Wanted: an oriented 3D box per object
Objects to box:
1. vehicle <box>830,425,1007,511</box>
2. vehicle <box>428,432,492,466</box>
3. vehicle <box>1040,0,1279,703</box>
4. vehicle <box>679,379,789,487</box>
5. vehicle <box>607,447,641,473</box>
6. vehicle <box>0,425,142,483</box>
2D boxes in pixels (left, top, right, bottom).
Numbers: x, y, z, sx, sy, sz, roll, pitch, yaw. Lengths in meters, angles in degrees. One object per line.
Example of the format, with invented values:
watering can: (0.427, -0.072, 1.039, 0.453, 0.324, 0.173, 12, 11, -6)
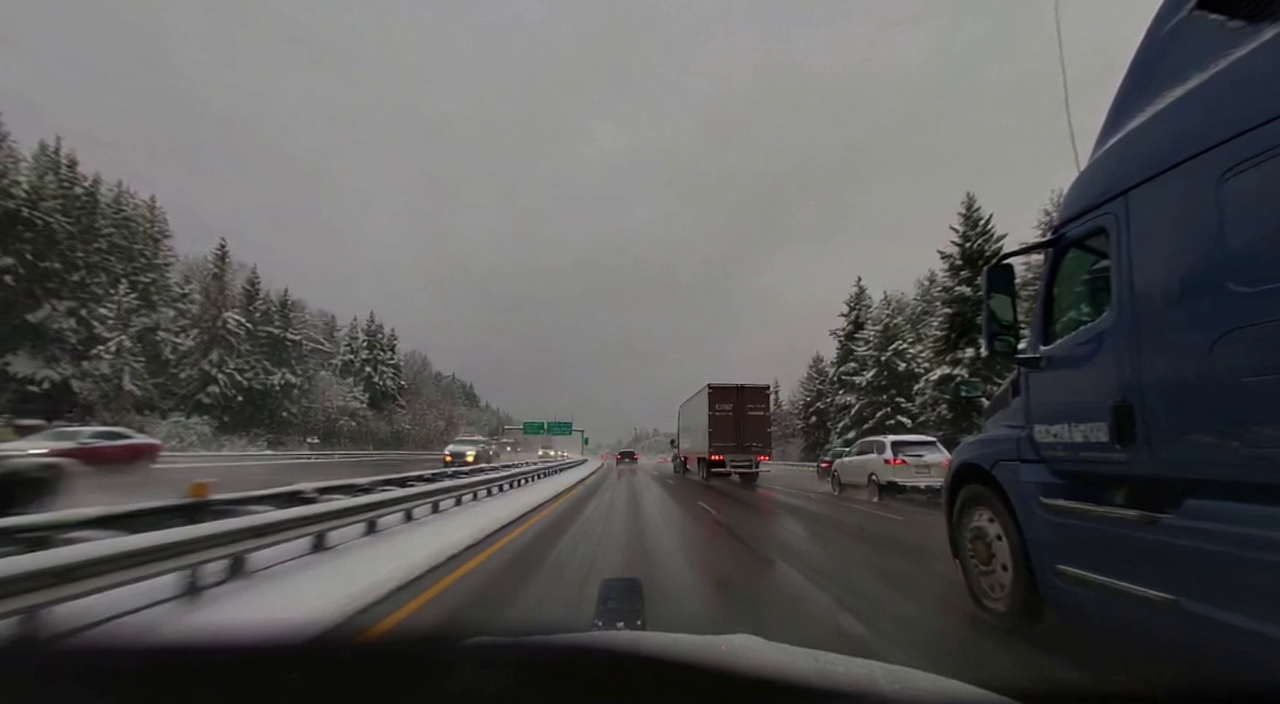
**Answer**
vehicle: (6.880, 2.943, 16.385, 2.128, 1.872, 5.043, 0, -9, -2)
vehicle: (-9.042, 4.938, 32.037, 2.011, 1.632, 4.371, 0, -9, -1)
vehicle: (3.808, -0.285, 0.301, 2.998, 3.843, 6.178, 0, -9, 0)
vehicle: (3.909, 4.068, 30.363, 2.890, 4.006, 14.039, 0, -9, -1)
vehicle: (-1.073, 7.102, 41.703, 2.111, 1.599, 3.859, 0, -9, -2)
vehicle: (-16.065, 2.779, 17.263, 1.788, 1.405, 3.707, 0, -9, -1)
